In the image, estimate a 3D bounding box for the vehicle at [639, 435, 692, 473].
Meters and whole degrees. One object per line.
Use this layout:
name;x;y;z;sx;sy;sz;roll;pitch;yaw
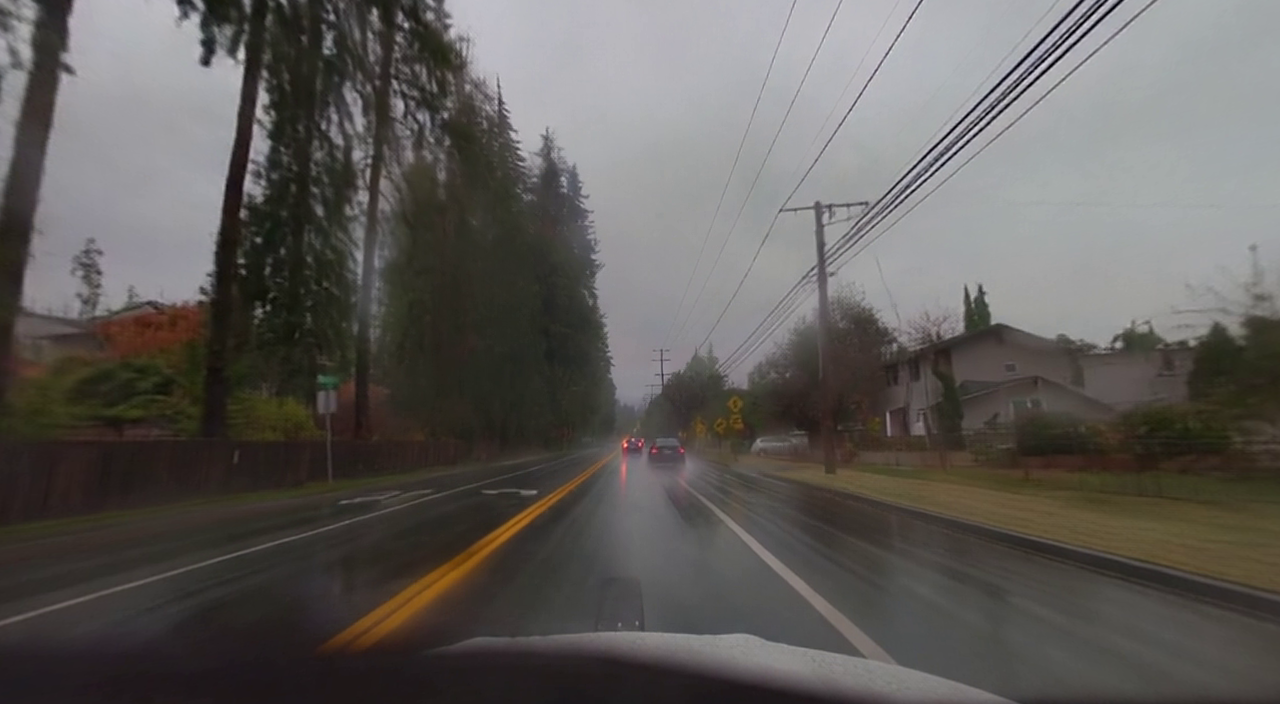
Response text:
vehicle;1.017;4.369;27.030;1.975;1.497;3.647;0;-8;-3

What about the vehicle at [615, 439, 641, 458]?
vehicle;-0.907;7.623;49.667;1.927;1.453;3.848;0;-8;0
